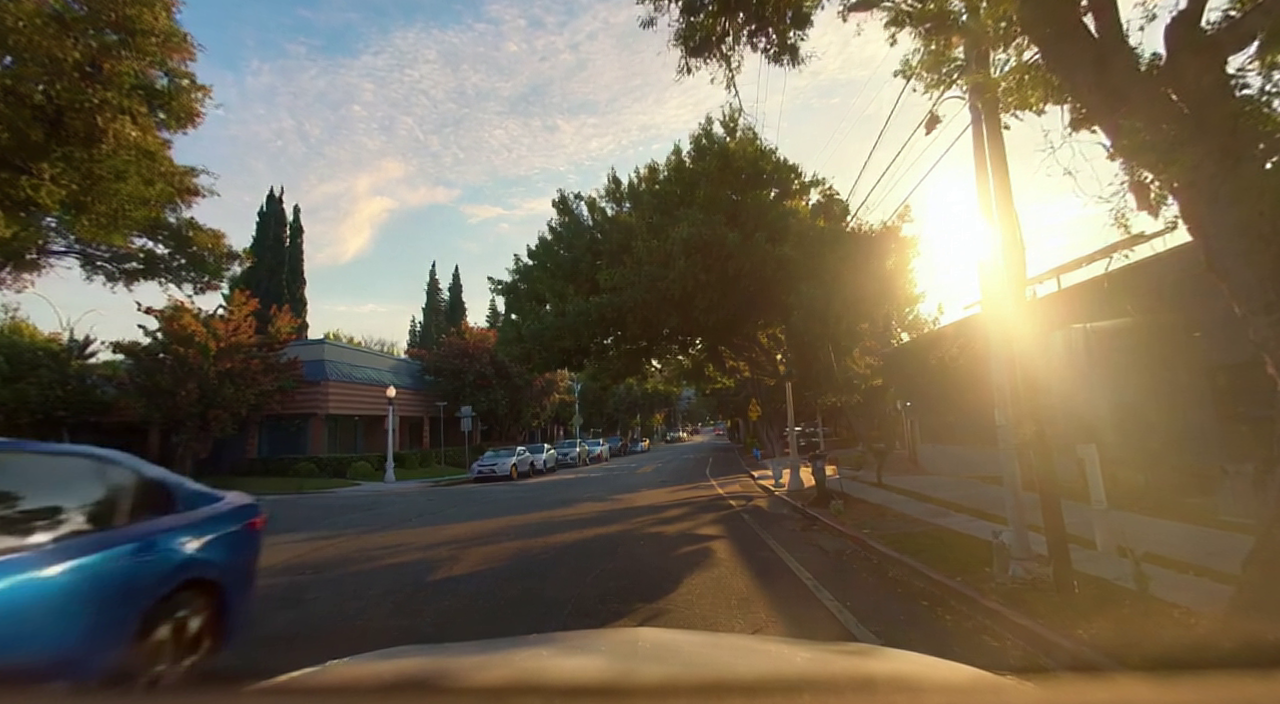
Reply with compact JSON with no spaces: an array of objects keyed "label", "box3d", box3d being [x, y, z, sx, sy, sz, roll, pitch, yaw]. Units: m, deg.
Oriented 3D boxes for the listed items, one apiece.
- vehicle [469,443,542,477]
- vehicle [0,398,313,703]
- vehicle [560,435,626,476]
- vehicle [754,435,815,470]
[{"label":"vehicle","box3d":[-6.075,4.942,29.085,1.968,1.443,4.358,-1,-9,6]},{"label":"vehicle","box3d":[-3.527,0.937,2.413,2.056,1.508,4.596,0,-9,1]},{"label":"vehicle","box3d":[-1.974,4.572,28.126,2.110,1.651,4.410,-1,-9,7]},{"label":"vehicle","box3d":[6.685,4.689,29.696,1.918,1.461,4.419,-1,-8,1]}]
